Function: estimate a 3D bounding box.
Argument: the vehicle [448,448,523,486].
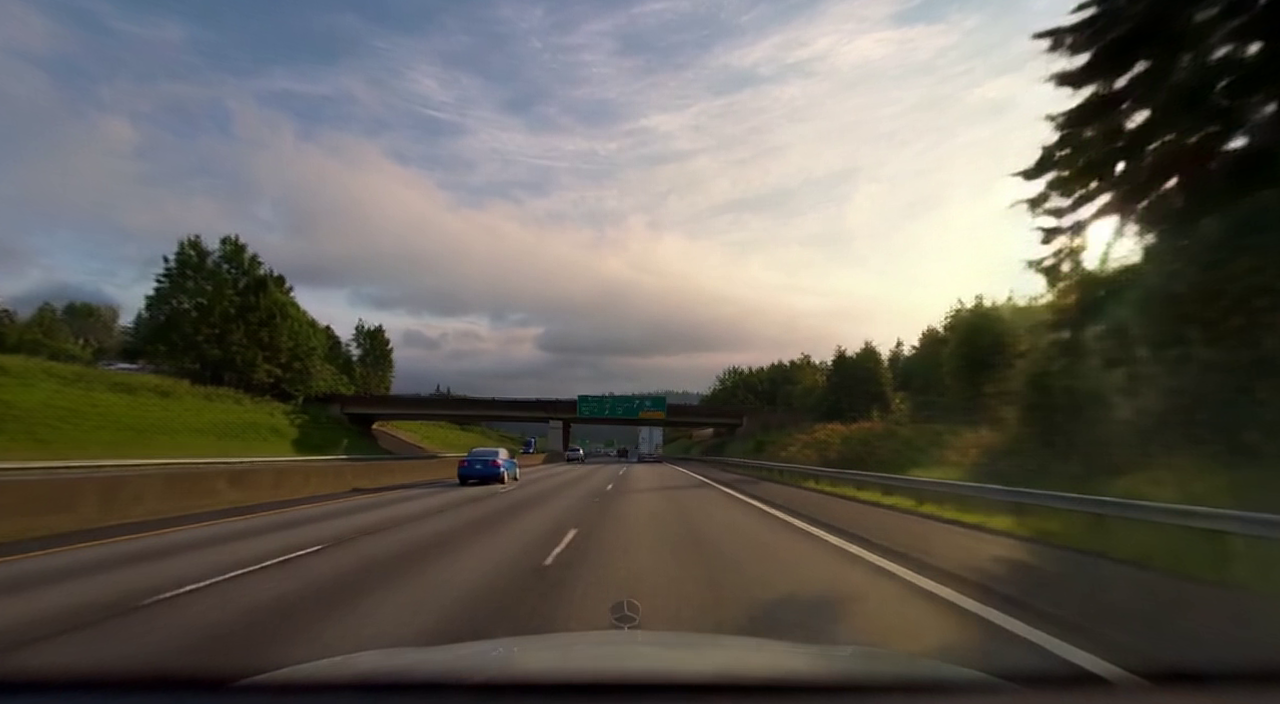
[{"bbox_3d":[-6.532,4.894,27.178,2.038,1.489,4.603,0,-9,0],"label":"vehicle"}]
